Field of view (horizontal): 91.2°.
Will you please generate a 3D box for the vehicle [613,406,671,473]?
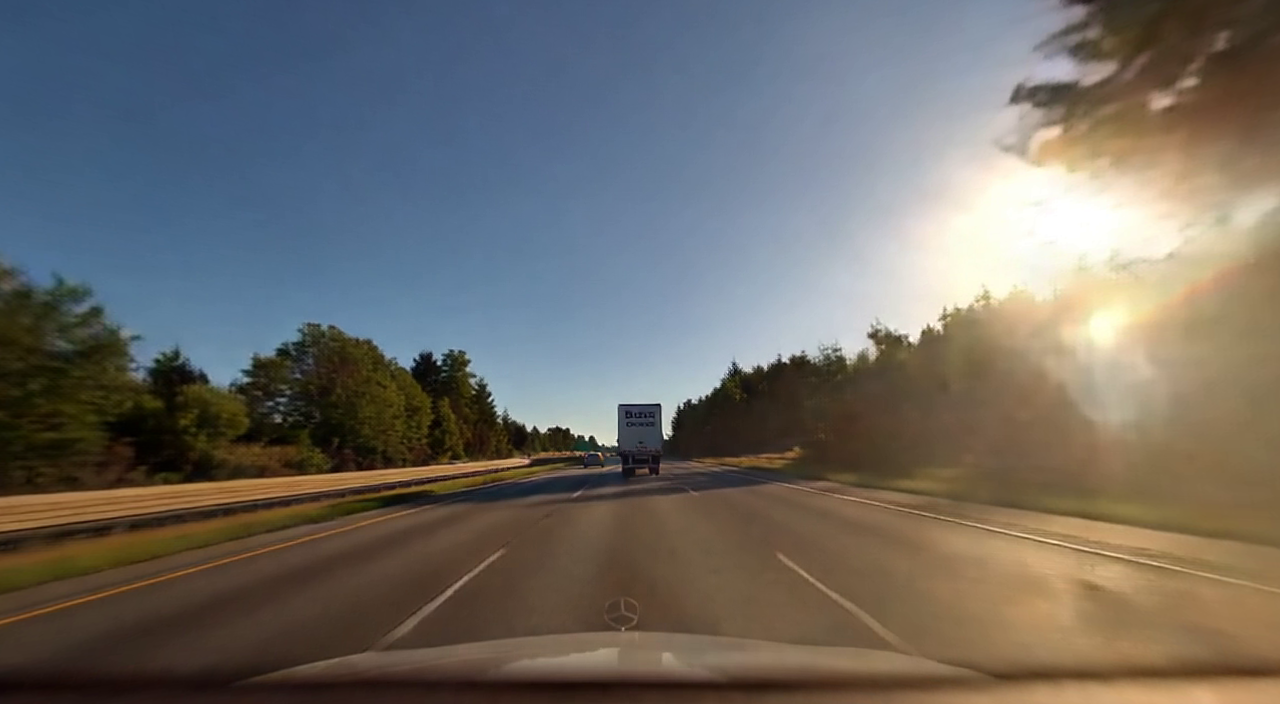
[{"bbox_3d":[0.107,6.708,47.032,3.537,4.071,17.399,0,-9,0],"label":"vehicle"}]
